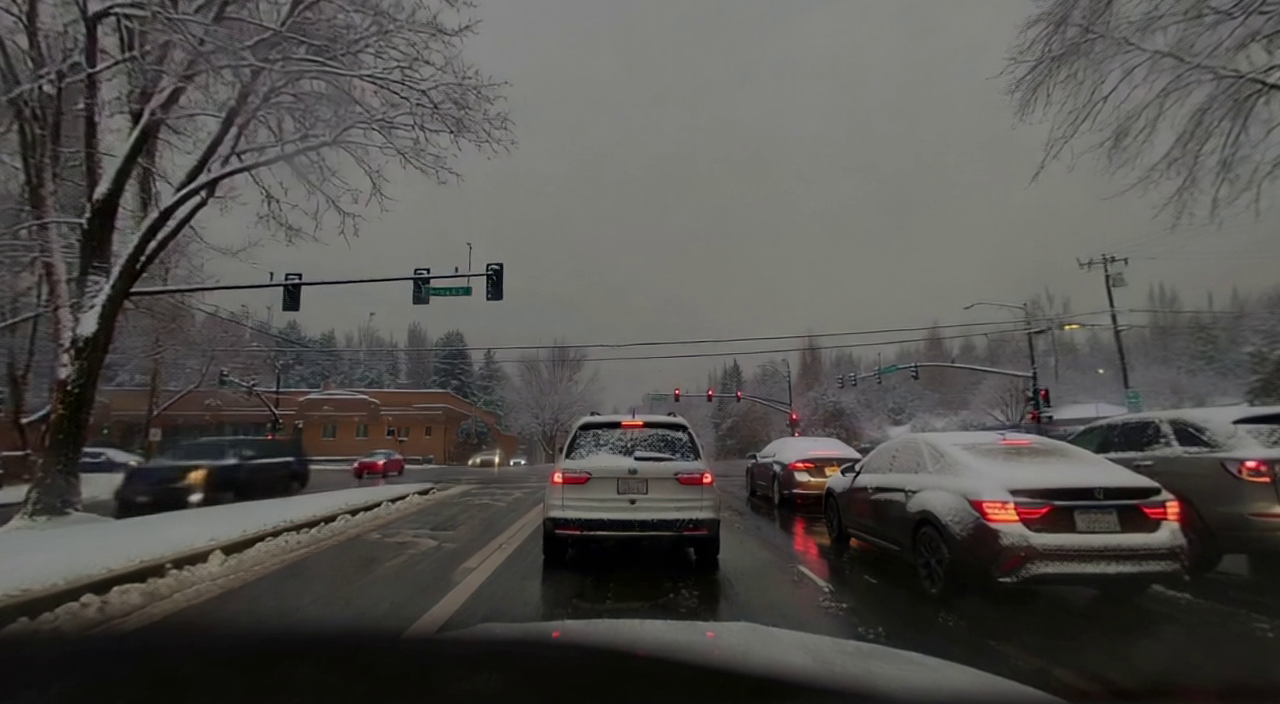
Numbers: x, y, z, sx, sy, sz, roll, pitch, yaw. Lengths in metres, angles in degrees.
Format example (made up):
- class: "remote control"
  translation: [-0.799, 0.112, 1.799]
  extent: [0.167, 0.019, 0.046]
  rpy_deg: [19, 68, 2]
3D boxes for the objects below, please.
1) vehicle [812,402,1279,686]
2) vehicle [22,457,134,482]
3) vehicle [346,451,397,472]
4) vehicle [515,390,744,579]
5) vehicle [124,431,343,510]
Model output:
- class: "vehicle"
  translation: [3.363, 1.419, 5.967]
  extent: [2.034, 1.558, 4.774]
  rpy_deg: [0, -9, -1]
- class: "vehicle"
  translation: [-35.089, 7.341, 39.592]
  extent: [4.845, 1.442, 1.880]
  rpy_deg: [2, -9, -13]
- class: "vehicle"
  translation: [-20.875, 8.512, 49.325]
  extent: [1.899, 1.469, 4.668]
  rpy_deg: [0, -9, 0]
- class: "vehicle"
  translation: [-0.214, 1.618, 8.435]
  extent: [2.236, 1.827, 4.316]
  rpy_deg: [1, -9, -3]
- class: "vehicle"
  translation: [-11.052, 3.253, 18.012]
  extent: [2.204, 1.848, 6.047]
  rpy_deg: [0, -9, 1]
